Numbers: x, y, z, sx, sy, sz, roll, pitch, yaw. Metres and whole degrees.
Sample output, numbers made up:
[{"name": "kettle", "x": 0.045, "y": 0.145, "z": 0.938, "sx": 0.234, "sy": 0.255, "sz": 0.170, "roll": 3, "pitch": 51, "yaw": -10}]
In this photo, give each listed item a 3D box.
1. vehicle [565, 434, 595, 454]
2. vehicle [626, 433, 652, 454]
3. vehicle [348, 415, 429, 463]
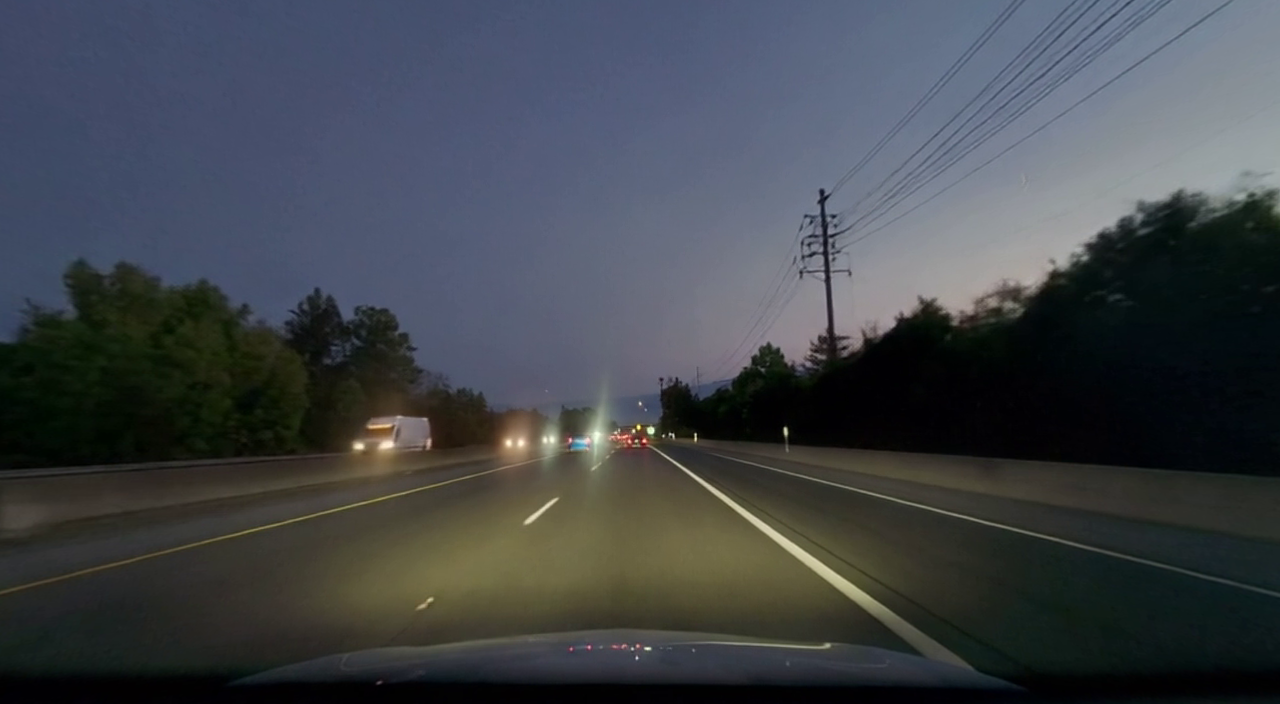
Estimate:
[{"name": "vehicle", "x": -4.486, "y": 6.923, "z": 47.536, "sx": 1.911, "sy": 1.477, "sz": 3.807, "roll": 0, "pitch": -8, "yaw": 0}, {"name": "vehicle", "x": -0.122, "y": 6.917, "z": 47.659, "sx": 1.890, "sy": 1.472, "sz": 3.716, "roll": 0, "pitch": -8, "yaw": -1}, {"name": "vehicle", "x": -17.201, "y": 5.985, "z": 43.670, "sx": 2.656, "sy": 3.032, "sz": 7.159, "roll": 0, "pitch": -8, "yaw": 0}]
